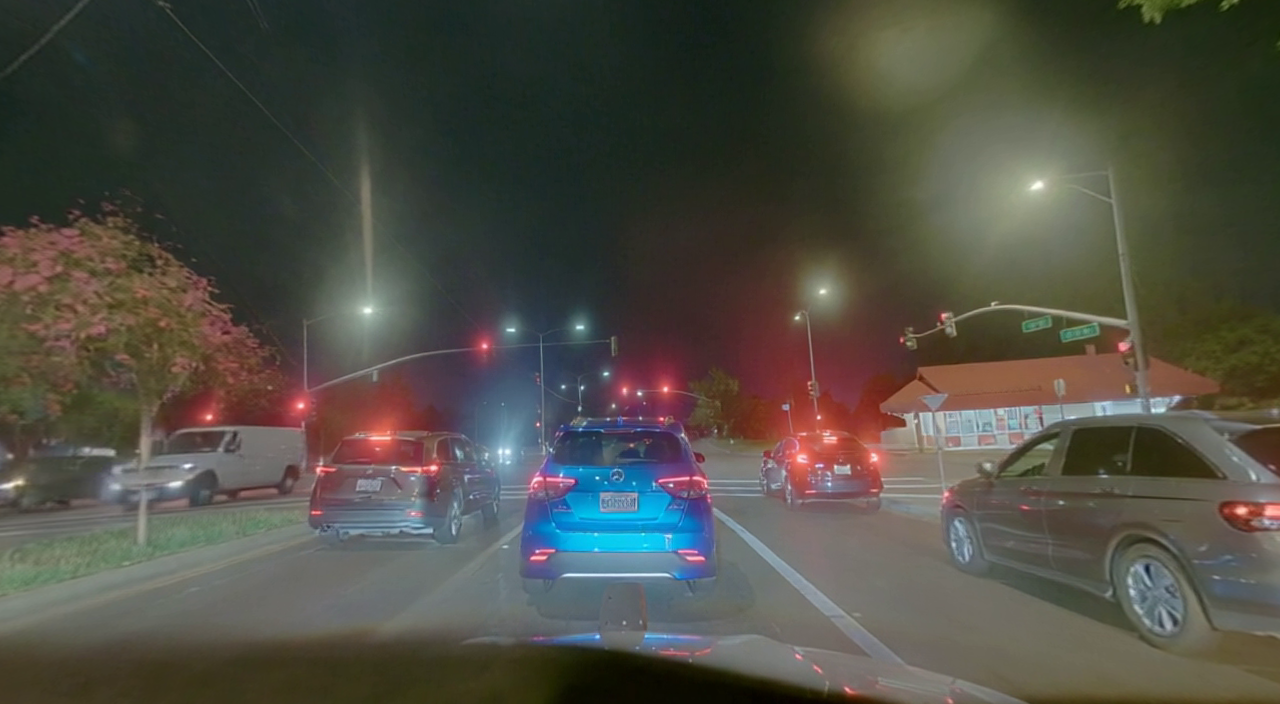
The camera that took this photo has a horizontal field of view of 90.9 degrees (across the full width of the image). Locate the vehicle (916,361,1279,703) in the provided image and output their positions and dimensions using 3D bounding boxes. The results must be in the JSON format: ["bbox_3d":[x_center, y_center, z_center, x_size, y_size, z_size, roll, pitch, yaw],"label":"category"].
[{"bbox_3d":[4.143,1.226,5.095,2.014,1.740,4.515,-1,-8,4],"label":"vehicle"}]

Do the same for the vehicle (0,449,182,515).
[{"bbox_3d":[-15.890,3.558,17.902,2.057,1.540,4.884,0,-8,1],"label":"vehicle"}]

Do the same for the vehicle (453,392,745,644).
[{"bbox_3d":[-0.164,1.439,6.466,2.022,1.700,4.084,0,-8,4],"label":"vehicle"}]

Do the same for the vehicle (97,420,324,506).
[{"bbox_3d":[-12.231,3.208,18.740,2.405,2.098,5.888,0,-8,2],"label":"vehicle"}]

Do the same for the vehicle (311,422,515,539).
[{"bbox_3d":[-3.777,2.204,11.472,2.012,1.701,4.316,0,-8,1],"label":"vehicle"}]

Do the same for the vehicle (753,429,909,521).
[{"bbox_3d":[3.648,2.409,12.827,1.847,1.554,3.885,0,-8,-2],"label":"vehicle"}]
